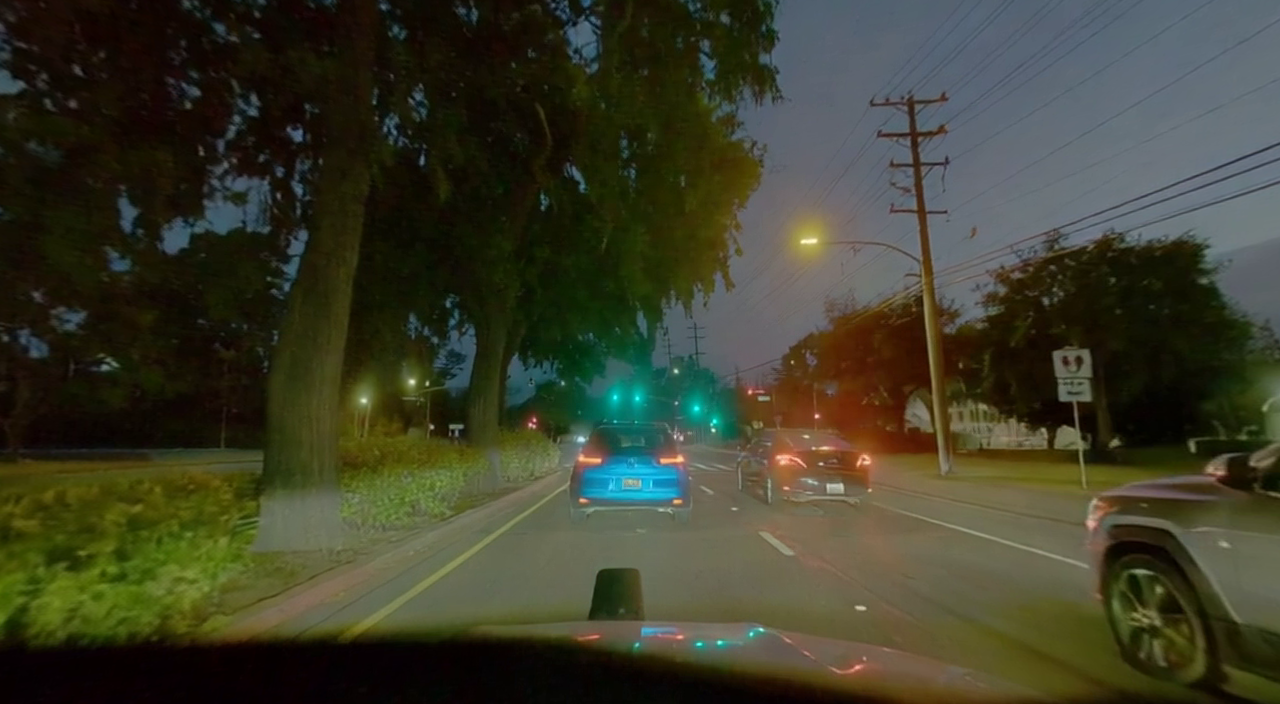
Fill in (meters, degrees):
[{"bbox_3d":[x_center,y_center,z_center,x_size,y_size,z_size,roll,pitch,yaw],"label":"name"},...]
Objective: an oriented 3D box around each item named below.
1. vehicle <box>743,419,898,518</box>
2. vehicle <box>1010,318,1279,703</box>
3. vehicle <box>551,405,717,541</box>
[{"bbox_3d":[3.373,2.249,12.622,1.923,1.653,3.703,0,-8,-1],"label":"vehicle"},{"bbox_3d":[3.819,0.681,1.962,2.254,1.840,4.918,0,-8,-1],"label":"vehicle"},{"bbox_3d":[-0.117,1.873,10.363,2.163,1.746,4.073,0,-8,-1],"label":"vehicle"}]
